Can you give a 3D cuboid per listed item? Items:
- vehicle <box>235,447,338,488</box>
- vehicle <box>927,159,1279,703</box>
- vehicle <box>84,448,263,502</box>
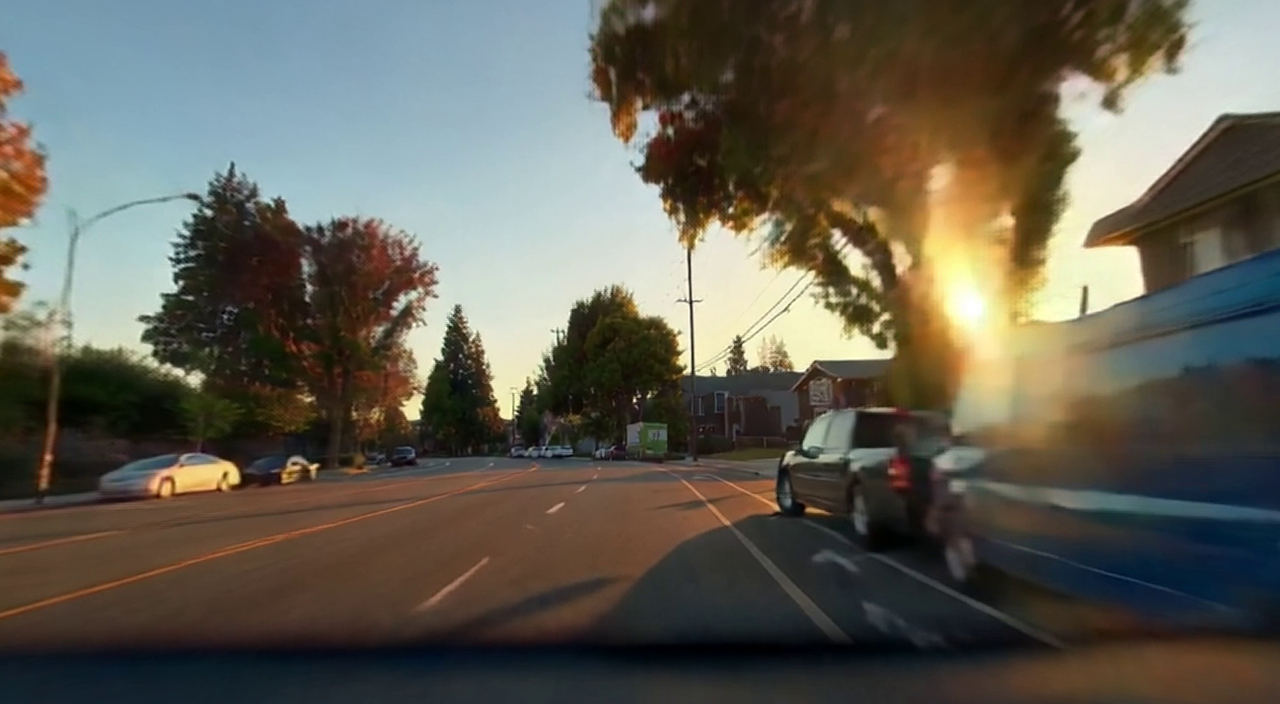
[{"bbox_3d":[-14.978,4.874,26.910,1.934,1.480,4.510,-3,-8,-2],"label":"vehicle"},{"bbox_3d":[4.346,0.630,4.056,2.229,2.912,5.697,0,-8,0],"label":"vehicle"},{"bbox_3d":[-14.913,3.917,20.521,1.990,1.487,4.767,-1,-8,3],"label":"vehicle"}]
